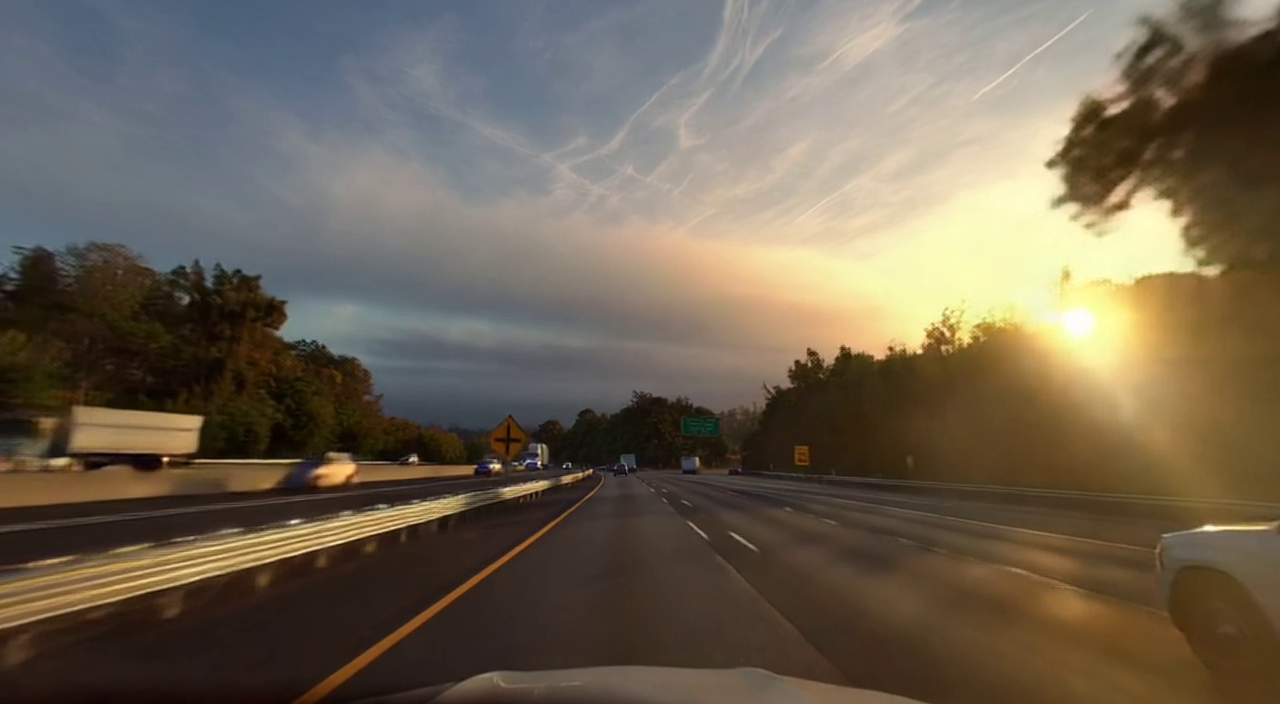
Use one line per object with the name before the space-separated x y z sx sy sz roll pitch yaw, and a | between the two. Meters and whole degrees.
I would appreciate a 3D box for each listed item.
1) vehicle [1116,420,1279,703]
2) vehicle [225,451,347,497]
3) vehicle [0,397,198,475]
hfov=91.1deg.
vehicle | 4.050 0.852 1.639 1.965 1.502 4.599 1 -10 0
vehicle | -12.675 4.409 22.899 1.874 1.458 4.489 1 -10 -1
vehicle | -30.188 4.848 34.739 3.006 3.649 10.097 -1 -10 8
